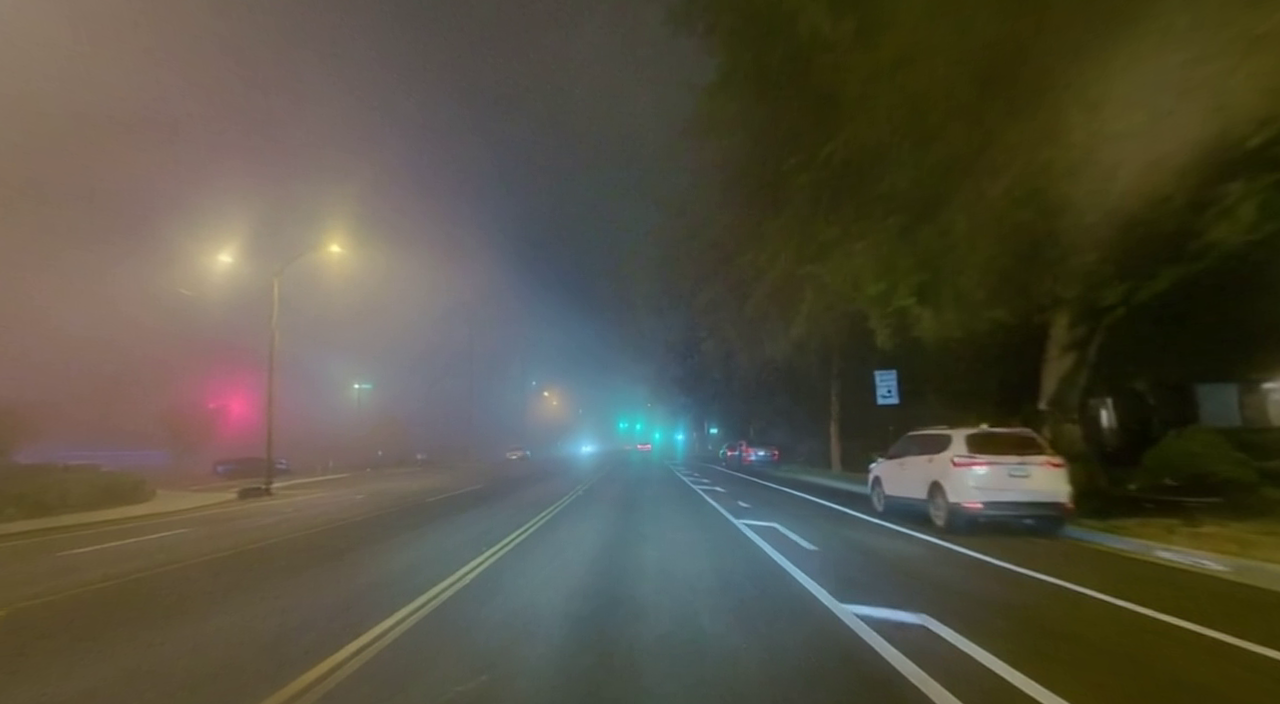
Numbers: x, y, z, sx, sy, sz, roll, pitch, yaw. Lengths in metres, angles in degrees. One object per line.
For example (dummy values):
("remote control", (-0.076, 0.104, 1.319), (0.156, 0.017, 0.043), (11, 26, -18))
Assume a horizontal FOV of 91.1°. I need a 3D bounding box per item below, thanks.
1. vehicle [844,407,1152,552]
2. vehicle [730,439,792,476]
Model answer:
("vehicle", (5.108, 1.895, 10.021), (2.140, 1.739, 4.721), (0, -9, 1))
("vehicle", (5.362, 4.720, 28.333), (1.851, 1.487, 4.566), (0, -9, 0))
